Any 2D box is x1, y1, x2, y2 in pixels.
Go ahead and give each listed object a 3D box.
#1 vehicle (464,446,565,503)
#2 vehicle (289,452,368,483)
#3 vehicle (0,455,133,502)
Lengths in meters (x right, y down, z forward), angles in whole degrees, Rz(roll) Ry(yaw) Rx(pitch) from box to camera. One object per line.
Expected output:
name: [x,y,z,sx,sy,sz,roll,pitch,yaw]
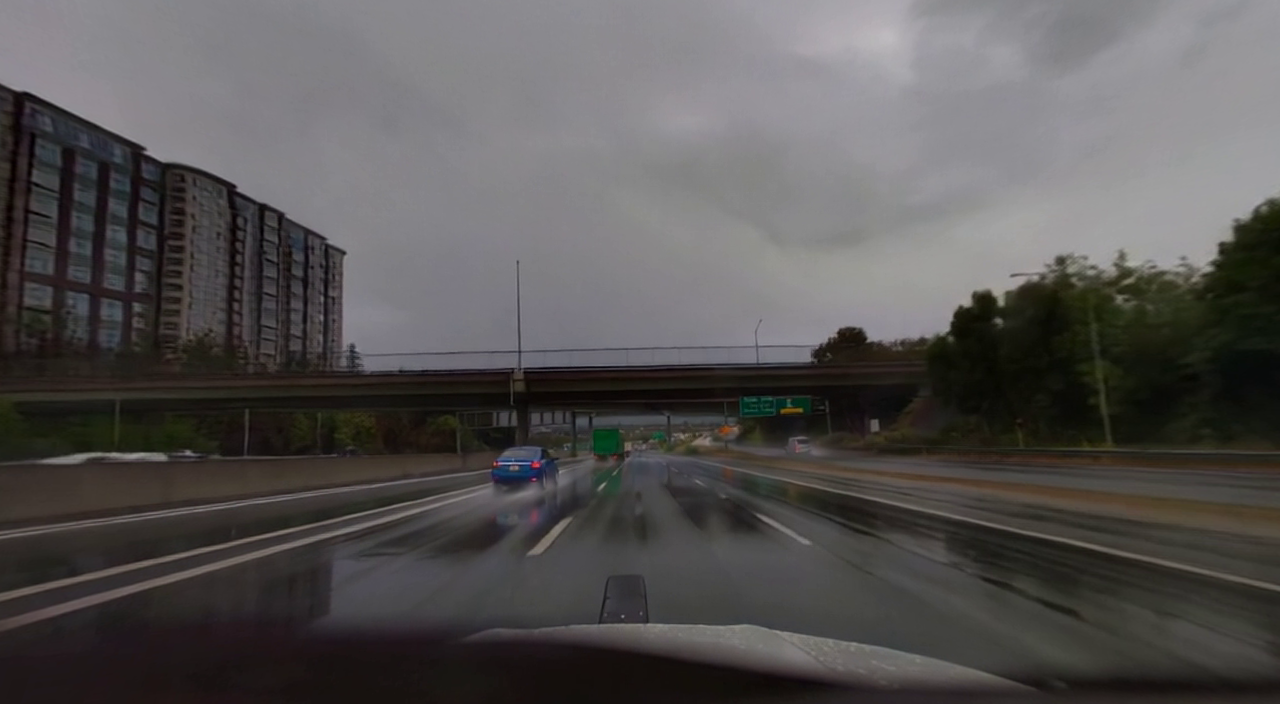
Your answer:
vehicle: [-3.592,3.606,18.964,2.039,1.478,4.483,0,-9,1]
vehicle: [-15.774,5.852,32.148,1.845,1.479,4.108,0,-9,1]
vehicle: [-20.115,4.326,21.837,1.790,1.450,3.815,0,-9,1]
